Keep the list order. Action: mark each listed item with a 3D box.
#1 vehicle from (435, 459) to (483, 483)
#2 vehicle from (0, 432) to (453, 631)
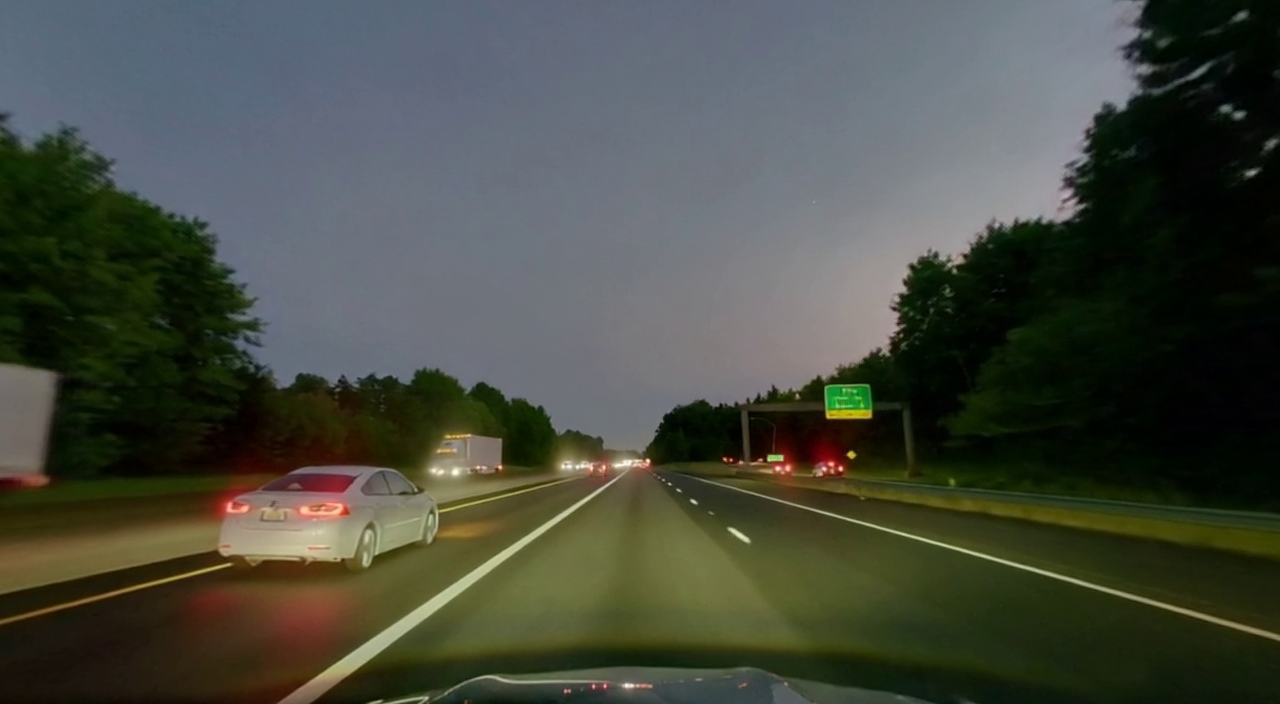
[{"bbox_3d":[-12.091,7.957,42.339,1.852,1.479,4.517,1,-10,0],"label":"vehicle"},{"bbox_3d":[-3.798,1.754,7.009,1.998,1.427,4.462,1,-10,0],"label":"vehicle"}]
